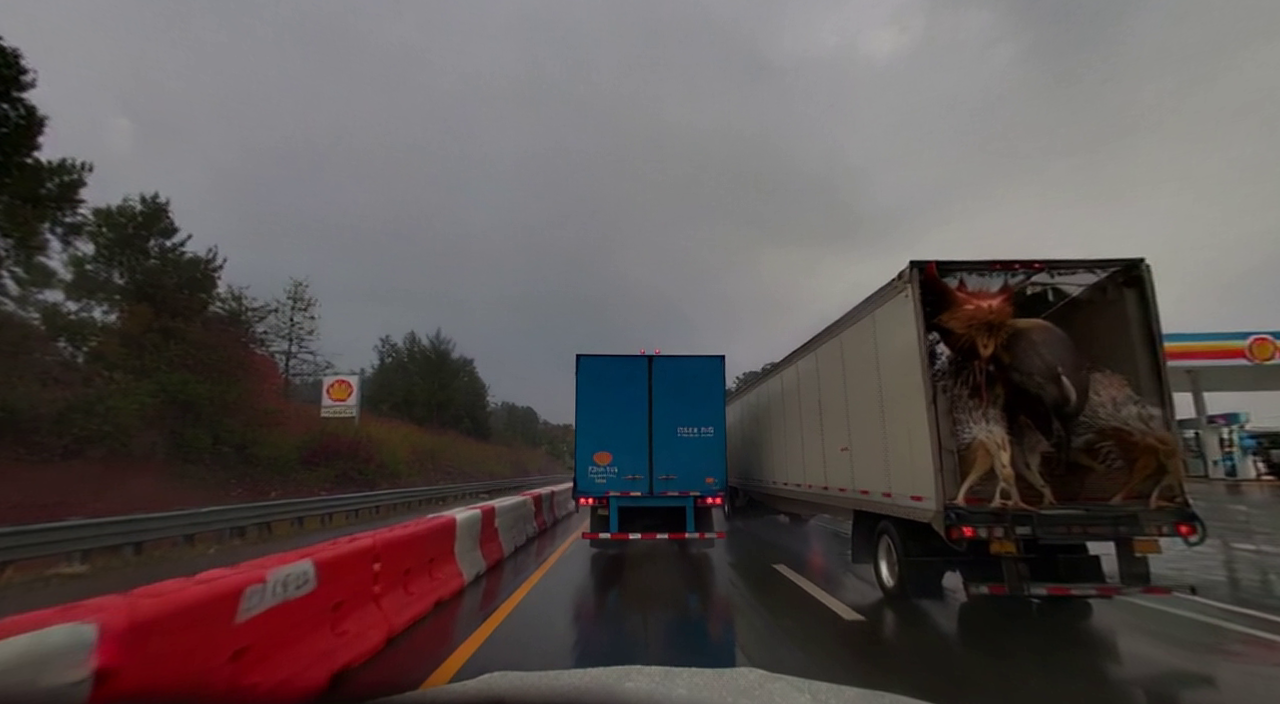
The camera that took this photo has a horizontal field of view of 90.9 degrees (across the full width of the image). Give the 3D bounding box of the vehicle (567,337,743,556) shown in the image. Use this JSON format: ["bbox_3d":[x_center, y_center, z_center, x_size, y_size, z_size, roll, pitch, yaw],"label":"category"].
[{"bbox_3d":[0.241,2.191,13.952,2.618,3.306,8.676,1,-10,0],"label":"vehicle"}]

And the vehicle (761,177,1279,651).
[{"bbox_3d":[4.336,1.227,9.533,2.936,3.640,9.443,1,-10,-1],"label":"vehicle"}]
